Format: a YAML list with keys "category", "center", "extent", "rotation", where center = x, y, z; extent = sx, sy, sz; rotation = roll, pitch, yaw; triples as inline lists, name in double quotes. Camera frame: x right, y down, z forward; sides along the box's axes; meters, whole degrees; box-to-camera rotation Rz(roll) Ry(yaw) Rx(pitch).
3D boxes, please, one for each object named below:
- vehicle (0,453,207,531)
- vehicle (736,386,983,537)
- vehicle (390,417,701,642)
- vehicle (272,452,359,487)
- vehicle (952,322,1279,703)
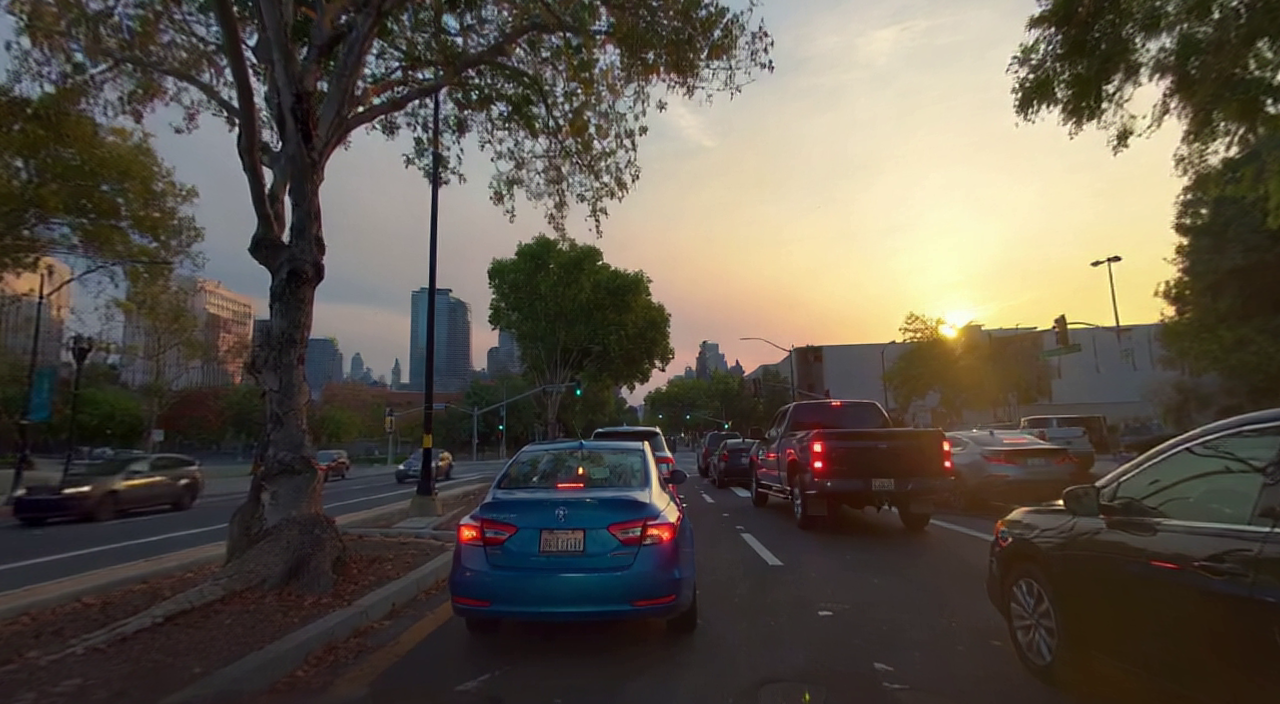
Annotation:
- category: "vehicle"
  center: [-12.767, 3.201, 14.919]
  extent: [1.926, 1.519, 4.104]
  rotation: [0, -9, 1]
- category: "vehicle"
  center: [3.514, 1.957, 11.710]
  extent: [2.444, 2.098, 5.766]
  rotation: [0, -9, -1]
- category: "vehicle"
  center: [-0.584, 1.502, 6.336]
  extent: [2.111, 1.506, 4.018]
  rotation: [0, -9, 2]
- category: "vehicle"
  center: [-16.020, 5.782, 31.243]
  extent: [1.966, 1.563, 4.203]
  rotation: [0, -9, 1]
- category: "vehicle"
  center: [3.157, 0.758, 2.078]
  extent: [1.982, 1.709, 4.427]
  rotation: [0, -9, 1]
